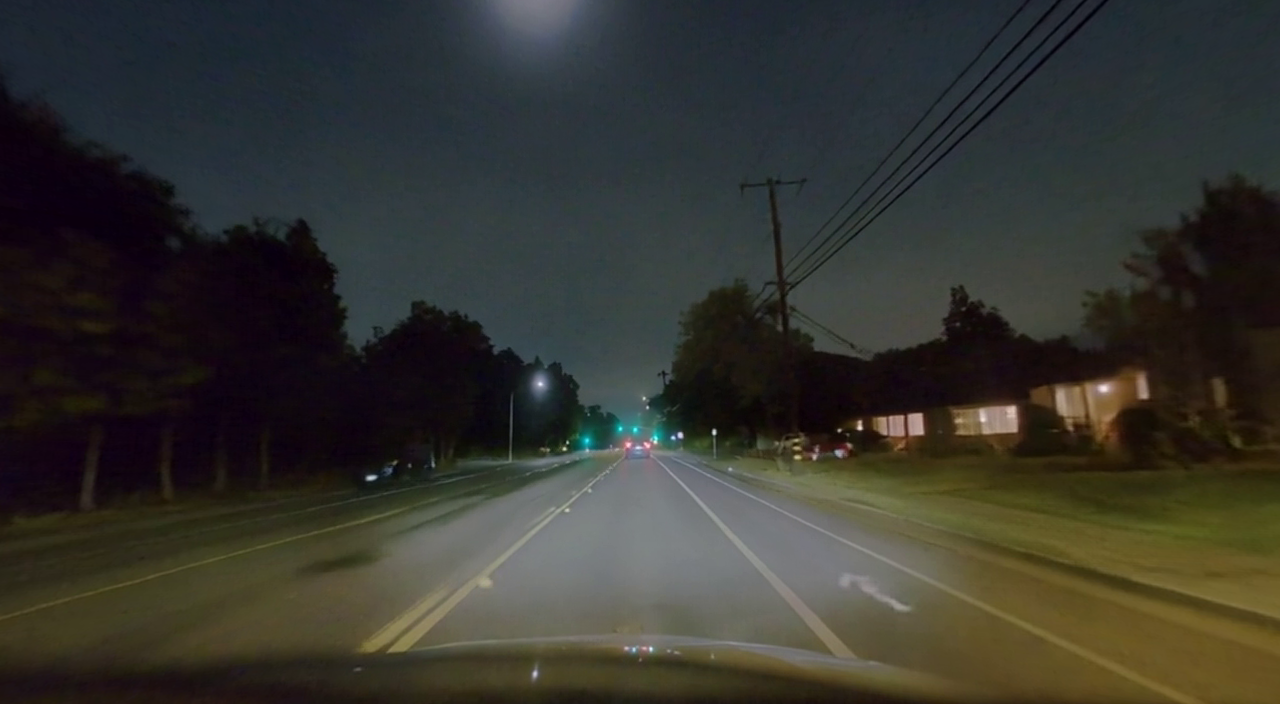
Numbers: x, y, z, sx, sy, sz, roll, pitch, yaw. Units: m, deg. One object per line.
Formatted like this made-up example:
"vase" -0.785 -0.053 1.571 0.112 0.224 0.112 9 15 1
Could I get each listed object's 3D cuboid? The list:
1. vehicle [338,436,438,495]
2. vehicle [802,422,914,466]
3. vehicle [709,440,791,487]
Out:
"vehicle" -10.974 4.940 28.034 2.111 2.050 5.328 -8 -8 -1
"vehicle" 10.788 4.593 31.478 4.709 1.743 1.965 -3 -8 -8
"vehicle" 3.887 4.044 23.248 2.167 1.535 4.464 0 -8 -1
